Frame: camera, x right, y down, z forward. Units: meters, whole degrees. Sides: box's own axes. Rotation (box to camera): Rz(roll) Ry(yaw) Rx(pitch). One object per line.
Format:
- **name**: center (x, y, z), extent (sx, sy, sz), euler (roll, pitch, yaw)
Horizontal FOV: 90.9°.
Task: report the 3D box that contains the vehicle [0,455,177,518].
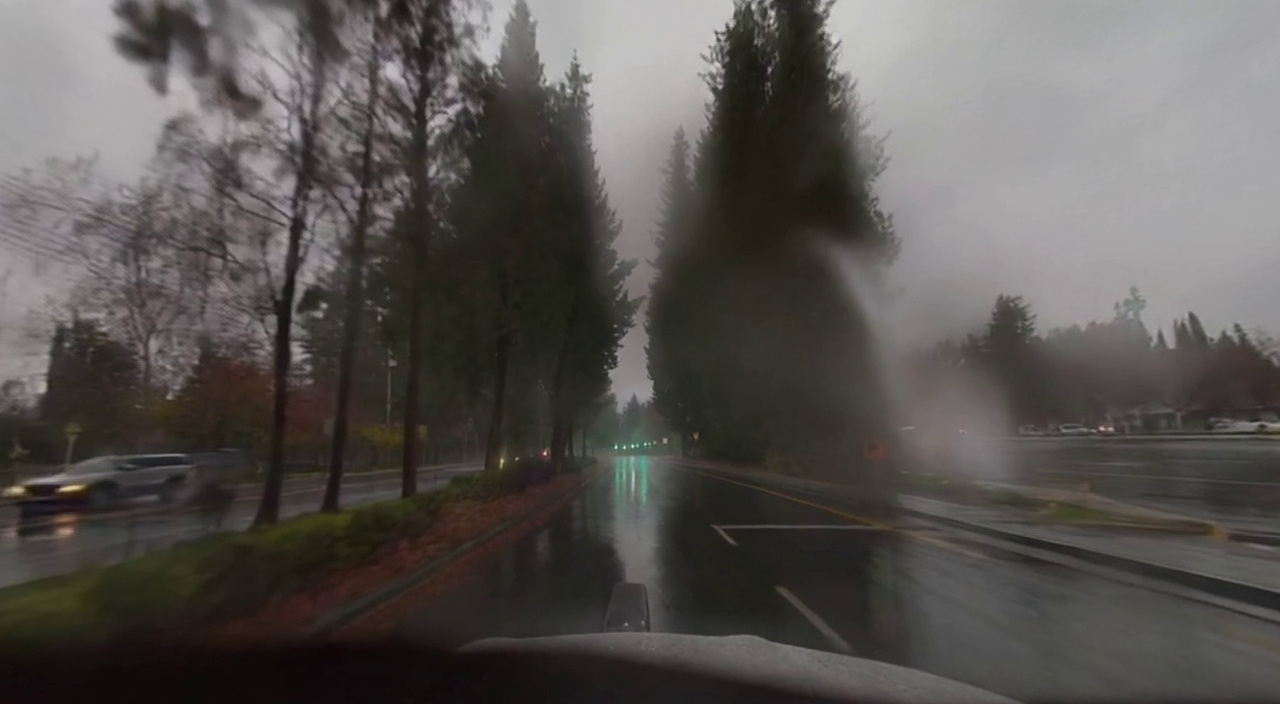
- **vehicle**: center (-16.705, 3.855, 18.640), extent (2.200, 1.496, 4.809), euler (-1, -8, 3)
